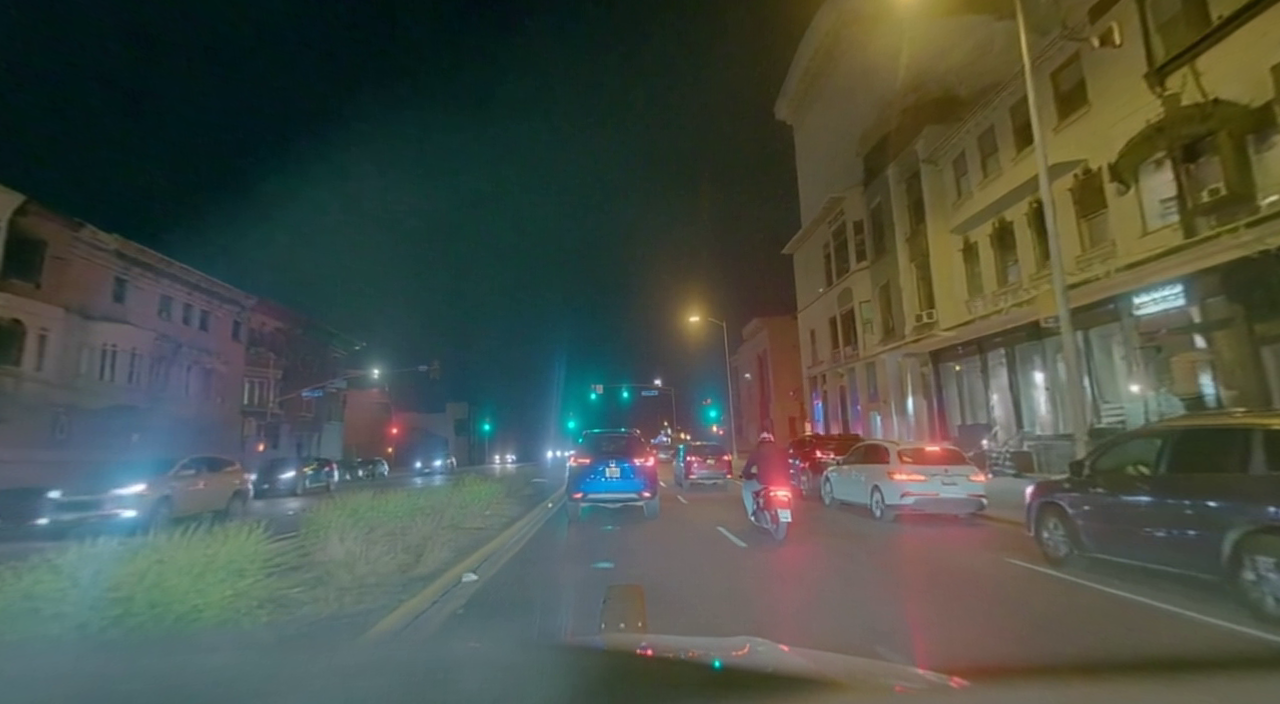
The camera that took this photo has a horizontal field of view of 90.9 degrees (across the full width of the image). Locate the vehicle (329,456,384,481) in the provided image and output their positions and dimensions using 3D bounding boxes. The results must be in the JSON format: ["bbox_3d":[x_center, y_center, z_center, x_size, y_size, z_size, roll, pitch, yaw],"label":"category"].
[{"bbox_3d":[-19.919,8.166,44.525,2.038,1.607,4.348,1,-9,-4],"label":"vehicle"}]

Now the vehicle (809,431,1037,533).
[{"bbox_3d":[4.941,2.326,11.931,2.012,1.532,4.565,0,-9,-3],"label":"vehicle"}]

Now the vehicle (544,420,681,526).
[{"bbox_3d":[-0.525,2.332,12.645,2.265,1.748,4.130,0,-9,-2],"label":"vehicle"}]

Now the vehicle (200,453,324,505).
[{"bbox_3d":[-14.920,4.993,25.288,2.267,1.831,4.702,0,-9,-4],"label":"vehicle"}]

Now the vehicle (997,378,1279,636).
[{"bbox_3d":[5.316,1.190,5.220,2.094,1.719,4.150,0,-9,-3],"label":"vehicle"}]

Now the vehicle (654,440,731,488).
[{"bbox_3d":[1.709,3.889,22.195,2.101,1.507,4.355,0,-9,-3],"label":"vehicle"}]

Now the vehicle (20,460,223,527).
[{"bbox_3d":[-18.037,4.881,22.553,2.400,1.913,6.066,0,-9,-4],"label":"vehicle"}]
